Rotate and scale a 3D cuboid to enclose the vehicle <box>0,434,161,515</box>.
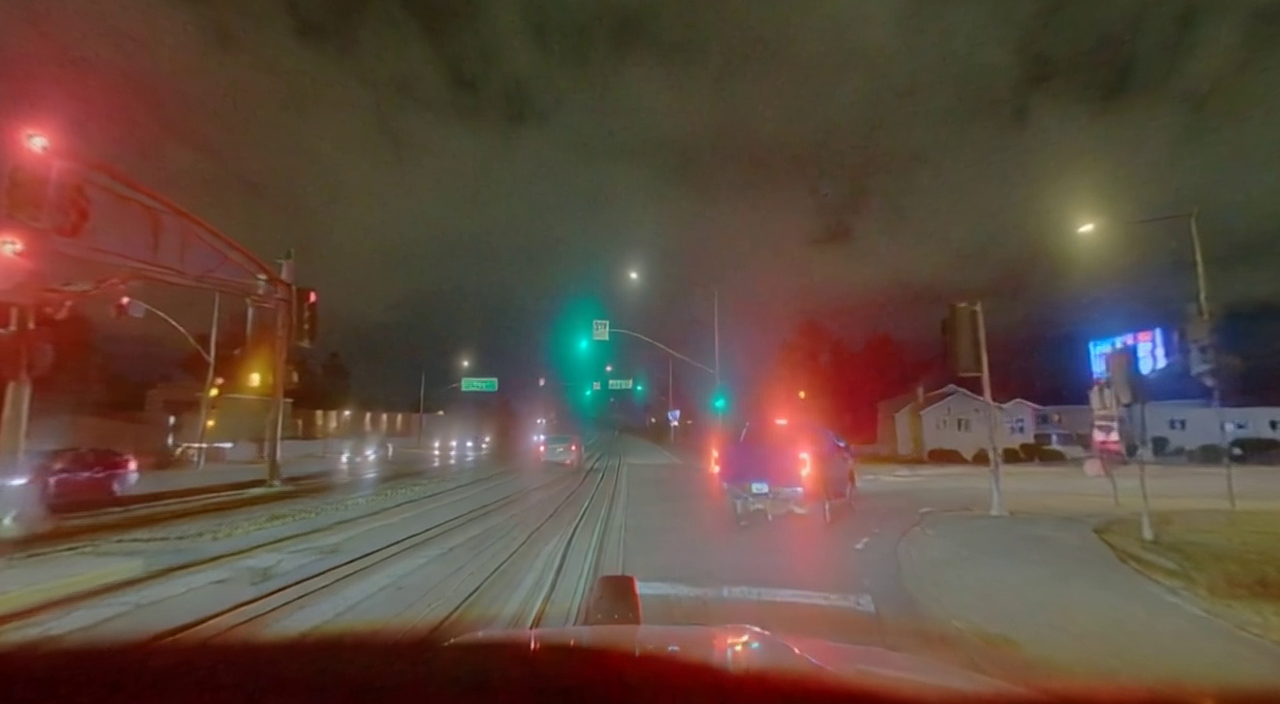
[{"bbox_3d":[-12.922,2.499,13.369,2.027,1.482,4.711,0,-8,-2],"label":"vehicle"}]

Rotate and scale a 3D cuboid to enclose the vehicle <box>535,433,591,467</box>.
[{"bbox_3d":[-3.577,4.633,30.207,2.004,1.482,4.799,0,-8,1],"label":"vehicle"}]

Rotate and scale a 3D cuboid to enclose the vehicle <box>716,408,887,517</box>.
[{"bbox_3d":[3.828,2.352,14.158,2.404,1.926,5.251,-4,-9,28],"label":"vehicle"}]

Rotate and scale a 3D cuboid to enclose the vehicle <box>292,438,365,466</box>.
[{"bbox_3d":[-17.687,5.658,36.114,1.908,1.482,4.621,0,-8,-1],"label":"vehicle"}]

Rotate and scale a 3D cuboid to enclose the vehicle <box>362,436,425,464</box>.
[{"bbox_3d":[-13.919,5.542,35.923,1.864,1.456,4.409,0,-8,-1],"label":"vehicle"}]
